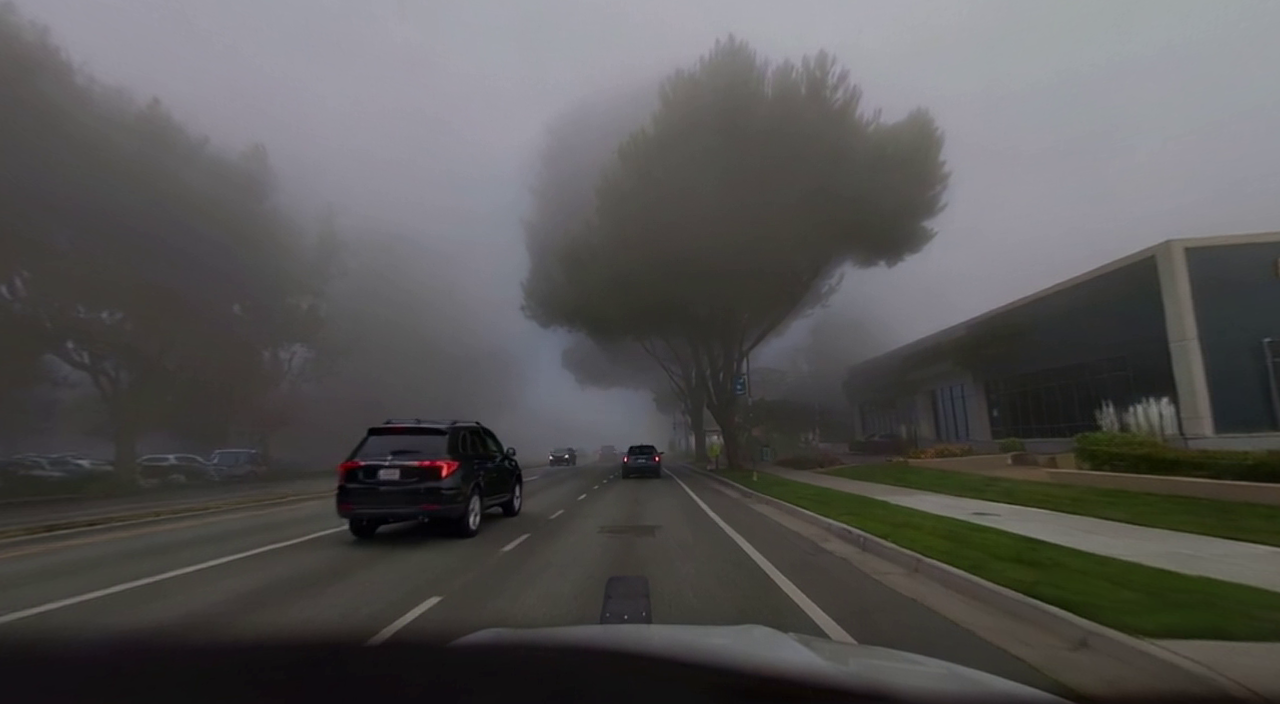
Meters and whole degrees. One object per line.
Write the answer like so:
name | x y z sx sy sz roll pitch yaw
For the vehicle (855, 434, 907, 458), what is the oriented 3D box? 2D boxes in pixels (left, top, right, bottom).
vehicle | 17.508 6.860 45.929 1.856 1.491 4.209 -4 -8 -3

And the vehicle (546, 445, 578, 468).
vehicle | -6.083 8.184 49.533 1.906 1.705 4.024 0 -9 2

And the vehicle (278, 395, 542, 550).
vehicle | -3.431 1.988 11.000 2.358 1.990 5.447 0 -9 2

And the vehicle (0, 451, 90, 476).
vehicle | -30.804 5.513 31.285 2.200 1.117 4.928 -2 -9 10

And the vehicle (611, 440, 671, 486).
vehicle | 0.086 4.257 24.481 2.108 1.612 4.246 0 -9 1
